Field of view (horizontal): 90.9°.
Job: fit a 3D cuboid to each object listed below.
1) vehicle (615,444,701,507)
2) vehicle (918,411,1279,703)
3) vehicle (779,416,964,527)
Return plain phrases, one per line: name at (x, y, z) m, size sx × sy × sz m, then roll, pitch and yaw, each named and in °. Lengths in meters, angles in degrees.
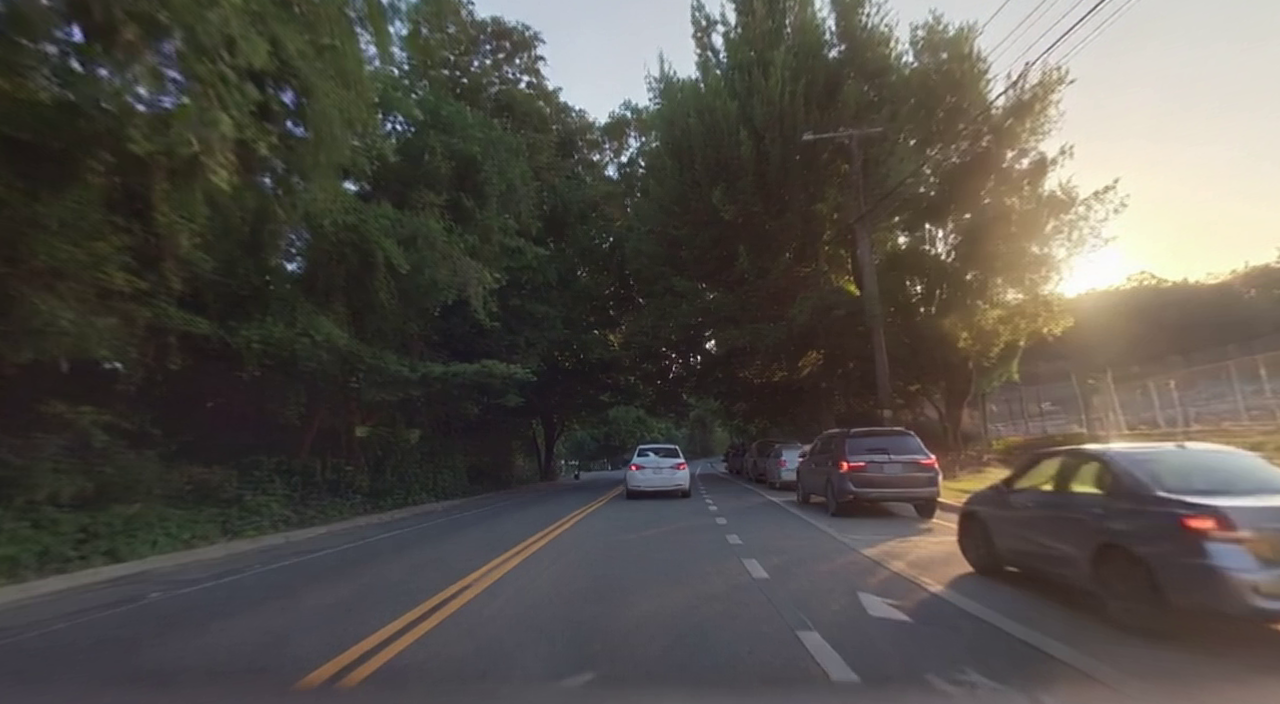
vehicle at (0.504, 3.293, 17.367) m, size 2.078 × 1.521 × 4.058 m, roll 0°, pitch -8°, yaw 2°
vehicle at (4.119, 1.280, 4.754) m, size 1.992 × 1.469 × 4.823 m, roll 0°, pitch -8°, yaw 2°
vehicle at (4.322, 2.306, 12.773) m, size 2.066 × 1.804 × 4.751 m, roll 0°, pitch -8°, yaw 2°
